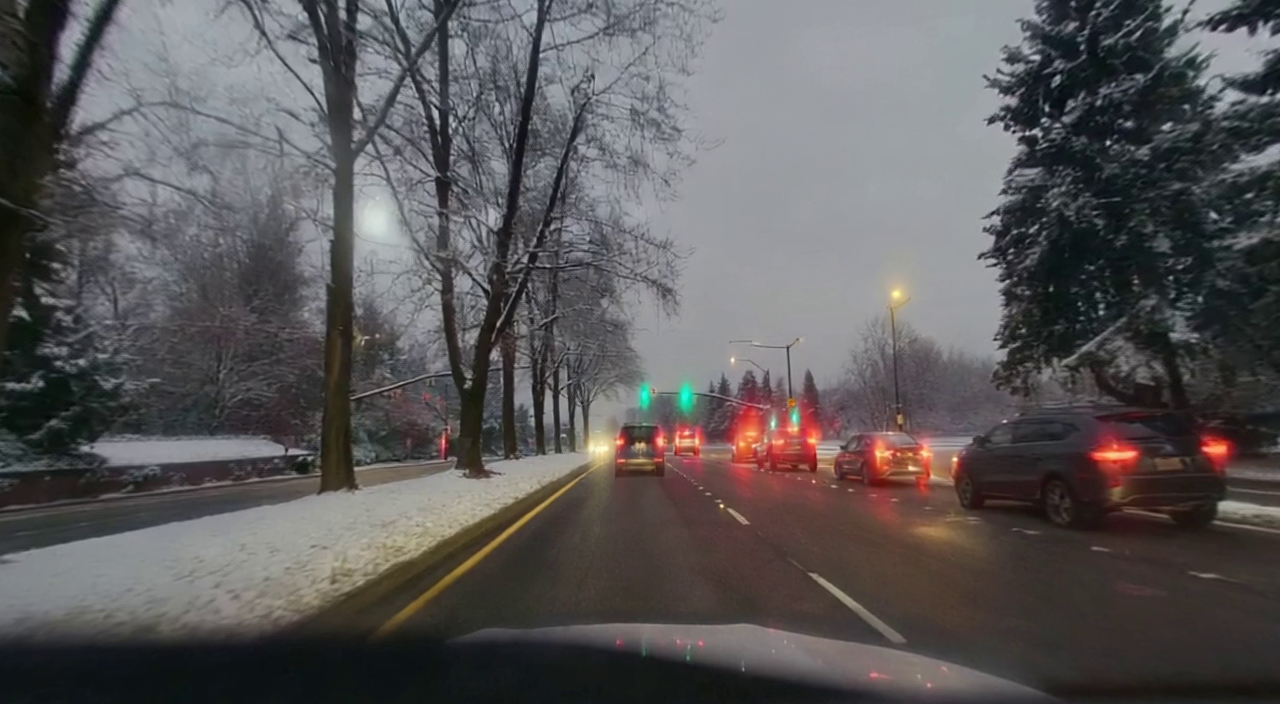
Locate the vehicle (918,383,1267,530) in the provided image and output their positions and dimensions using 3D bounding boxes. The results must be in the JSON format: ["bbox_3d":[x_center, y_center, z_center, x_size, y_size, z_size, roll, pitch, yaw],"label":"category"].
[{"bbox_3d":[7.064,1.742,10.835,2.226,1.913,4.901,0,-9,-1],"label":"vehicle"}]

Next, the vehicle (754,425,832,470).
[{"bbox_3d":[6.987,4.447,29.521,2.251,1.873,5.346,0,-9,0],"label":"vehicle"}]

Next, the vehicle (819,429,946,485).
[{"bbox_3d":[7.311,3.233,19.696,2.004,1.504,4.836,0,-9,-1],"label":"vehicle"}]

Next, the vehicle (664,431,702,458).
[{"bbox_3d":[3.074,6.781,46.258,2.388,1.833,4.506,0,-9,-1],"label":"vehicle"}]

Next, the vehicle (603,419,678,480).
[{"bbox_3d":[-0.004,3.387,21.975,2.353,1.894,4.122,0,-9,0],"label":"vehicle"}]
